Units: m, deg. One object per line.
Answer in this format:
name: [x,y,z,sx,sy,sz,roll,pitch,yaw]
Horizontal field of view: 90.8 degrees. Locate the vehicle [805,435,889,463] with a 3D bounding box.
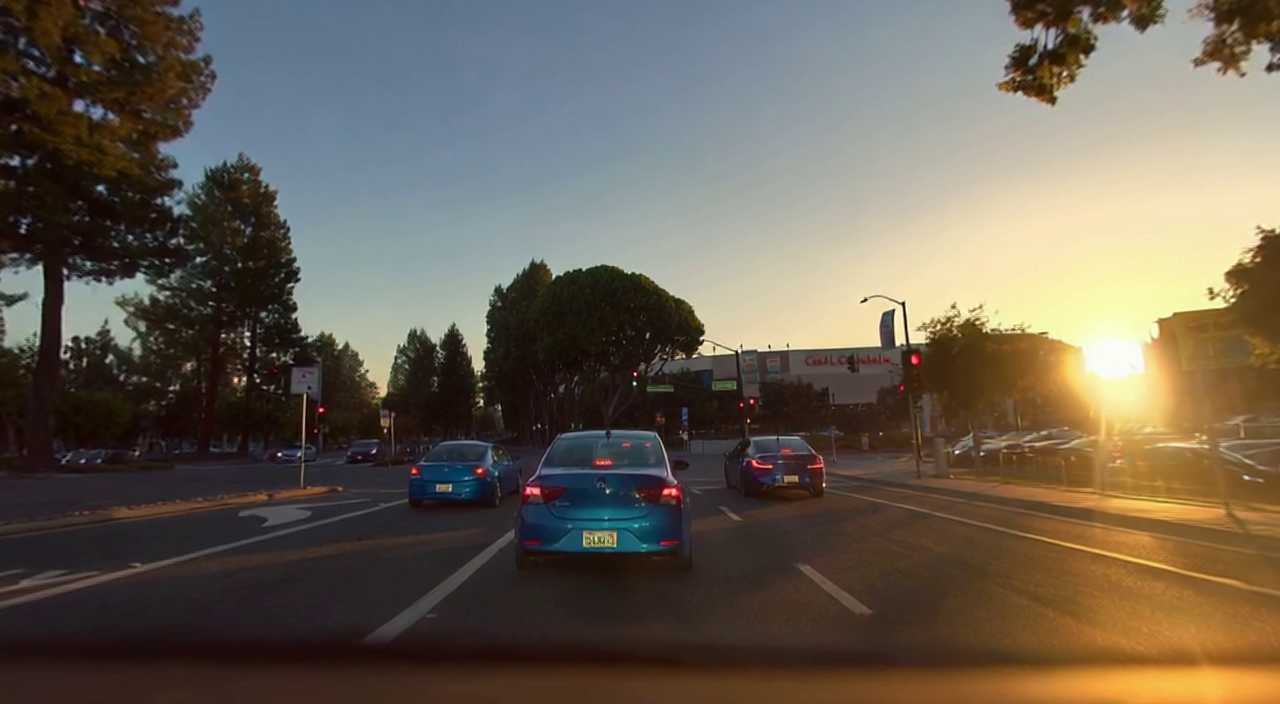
vehicle: [12.482,5.887,38.238,4.419,1.619,1.894,1,-9,-8]

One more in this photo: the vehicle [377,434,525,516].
vehicle: [-3.752,2.500,13.299,1.998,1.452,3.773,0,-9,-1]

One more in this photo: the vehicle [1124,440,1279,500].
vehicle: [15.189,2.998,16.258,3.951,1.418,1.842,0,-9,-3]

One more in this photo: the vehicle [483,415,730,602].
vehicle: [-0.356,1.611,7.407,2.045,1.533,4.183,0,-9,-2]

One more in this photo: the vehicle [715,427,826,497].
vehicle: [3.429,2.980,17.497,2.028,1.678,4.220,0,-9,-2]
